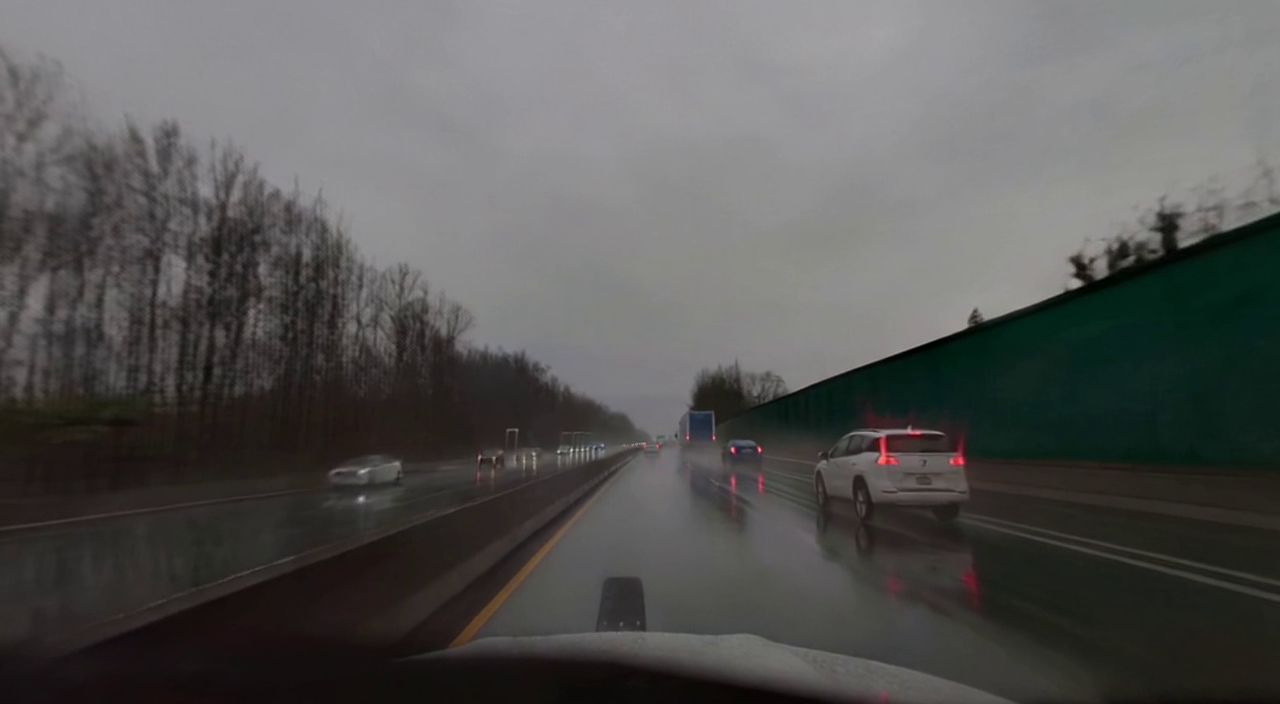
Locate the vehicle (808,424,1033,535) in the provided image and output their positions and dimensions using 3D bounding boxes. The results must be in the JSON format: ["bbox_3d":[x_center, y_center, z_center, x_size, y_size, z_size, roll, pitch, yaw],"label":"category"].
[{"bbox_3d":[4.493,2.082,10.906,1.940,1.539,4.005,1,-8,-2],"label":"vehicle"}]

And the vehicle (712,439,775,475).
[{"bbox_3d":[4.539,4.670,28.330,2.000,1.473,4.440,0,-8,-1],"label":"vehicle"}]

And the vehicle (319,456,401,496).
[{"bbox_3d":[-11.739,5.205,26.697,1.810,1.481,3.837,1,-8,-2],"label":"vehicle"}]
